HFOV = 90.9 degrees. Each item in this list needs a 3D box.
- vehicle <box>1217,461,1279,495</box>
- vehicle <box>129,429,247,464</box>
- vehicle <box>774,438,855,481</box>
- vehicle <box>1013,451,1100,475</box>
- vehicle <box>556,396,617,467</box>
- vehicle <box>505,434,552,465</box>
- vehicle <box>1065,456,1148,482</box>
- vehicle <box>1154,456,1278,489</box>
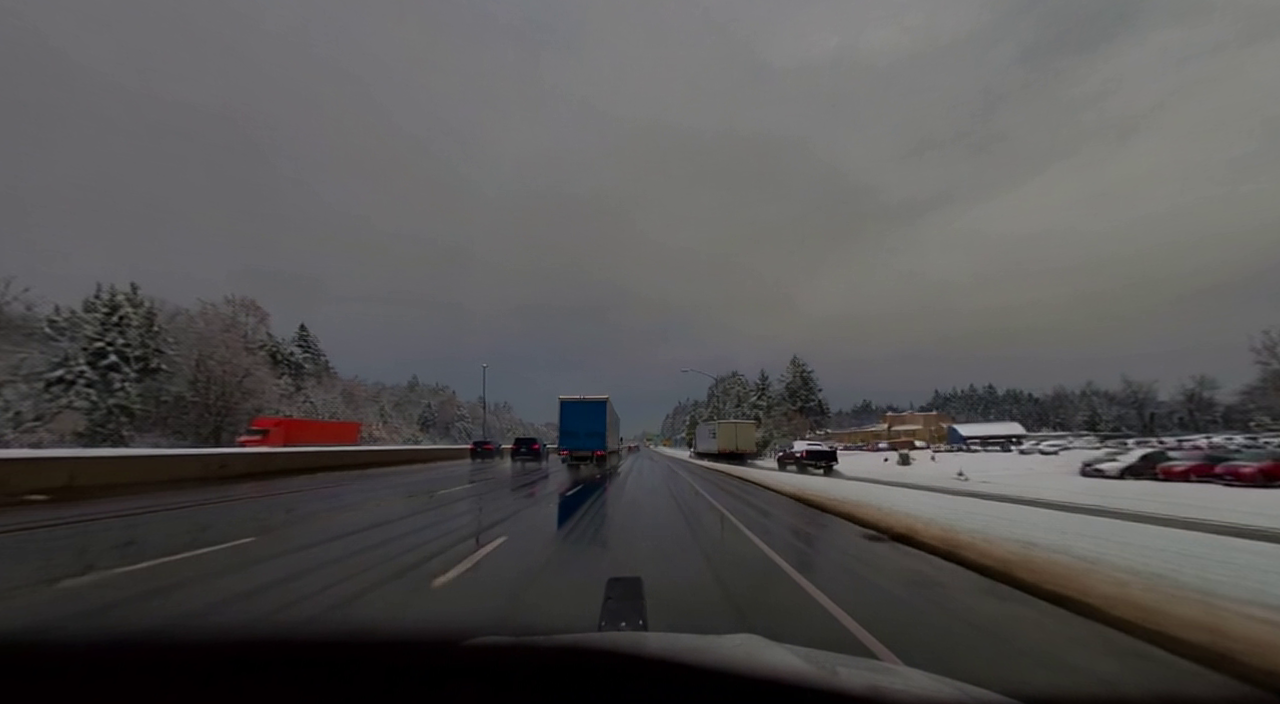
[{"bbox_3d":[28.148,5.517,27.787,3.680,1.349,1.826,0,-8,-4],"label":"vehicle"},{"bbox_3d":[-29.611,6.260,41.751,2.711,2.115,6.705,-1,-8,2],"label":"vehicle"},{"bbox_3d":[7.497,4.653,27.626,2.083,1.706,4.129,0,-8,-4],"label":"vehicle"},{"bbox_3d":[27.343,7.260,41.441,4.388,1.500,1.913,0,-8,-4],"label":"vehicle"},{"bbox_3d":[-3.302,5.498,42.734,2.905,4.037,12.921,0,-8,1],"label":"vehicle"},{"bbox_3d":[-6.905,6.123,39.659,2.058,1.840,4.443,0,-8,1],"label":"vehicle"},{"bbox_3d":[28.042,7.023,37.949,3.637,1.360,1.728,-1,-8,-4],"label":"vehicle"},{"bbox_3d":[28.204,5.875,30.933,4.526,1.446,1.814,1,-8,-6],"label":"vehicle"}]
